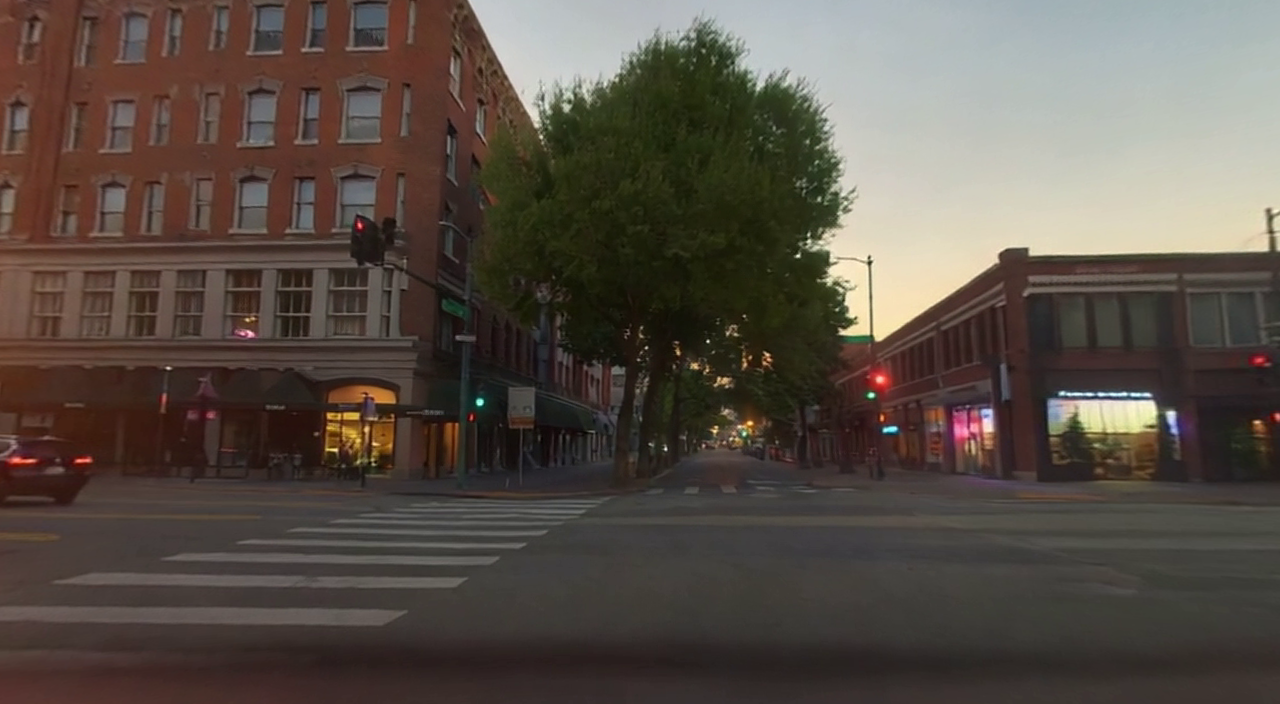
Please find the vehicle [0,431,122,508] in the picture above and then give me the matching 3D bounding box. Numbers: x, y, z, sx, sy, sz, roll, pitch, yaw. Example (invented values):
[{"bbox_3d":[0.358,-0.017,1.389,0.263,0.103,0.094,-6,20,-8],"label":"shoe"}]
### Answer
[{"bbox_3d":[-14.309,2.515,13.799,4.459,1.482,2.106,-2,-9,10],"label":"vehicle"}]
